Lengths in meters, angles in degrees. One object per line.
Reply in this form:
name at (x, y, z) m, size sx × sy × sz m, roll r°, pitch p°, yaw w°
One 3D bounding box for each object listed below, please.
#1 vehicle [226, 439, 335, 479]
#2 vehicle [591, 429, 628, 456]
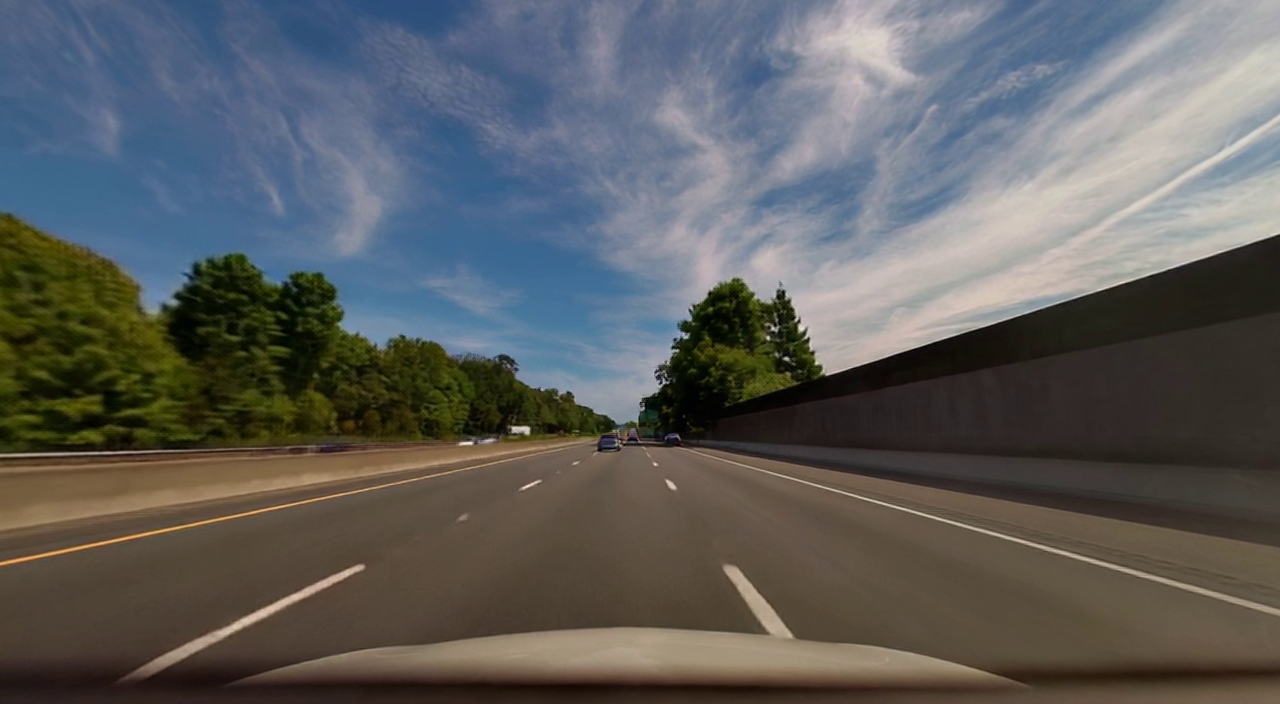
vehicle at (-14.455, 4.284, 25.689) m, size 1.863 × 1.439 × 4.401 m, roll 0°, pitch -8°, yaw 0°
vehicle at (-2.039, 6.206, 43.269) m, size 2.306 × 1.730 × 4.606 m, roll 0°, pitch -8°, yaw 1°
